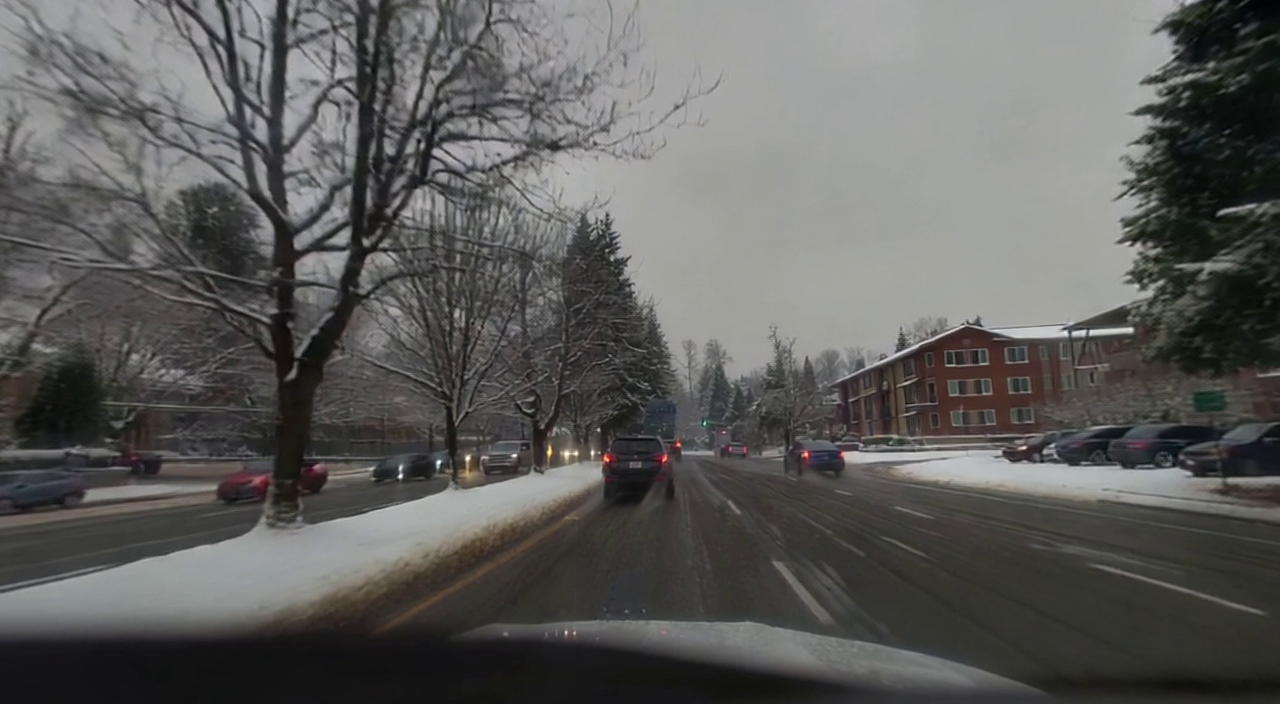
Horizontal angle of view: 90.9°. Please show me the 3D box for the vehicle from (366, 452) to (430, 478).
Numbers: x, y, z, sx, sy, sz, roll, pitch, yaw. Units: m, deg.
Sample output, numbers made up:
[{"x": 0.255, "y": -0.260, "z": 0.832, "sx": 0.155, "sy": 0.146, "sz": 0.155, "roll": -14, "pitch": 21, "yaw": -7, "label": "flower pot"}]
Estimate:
[{"x": -15.618, "y": 7.308, "z": 40.960, "sx": 2.010, "sy": 1.510, "sz": 4.532, "roll": -1, "pitch": -8, "yaw": 5, "label": "vehicle"}]

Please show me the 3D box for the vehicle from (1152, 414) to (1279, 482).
[{"x": 18.491, "y": 2.718, "z": 18.477, "sx": 4.783, "sy": 1.724, "sz": 2.297, "roll": -4, "pitch": -9, "yaw": 0, "label": "vehicle"}]

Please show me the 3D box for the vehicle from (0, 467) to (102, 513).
[{"x": -23.276, "y": 5.152, "z": 23.702, "sx": 1.824, "sy": 1.476, "sz": 4.499, "roll": -1, "pitch": -9, "yaw": 6, "label": "vehicle"}]

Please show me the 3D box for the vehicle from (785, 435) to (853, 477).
[{"x": 7.996, "y": 4.669, "z": 28.555, "sx": 1.971, "sy": 1.722, "sz": 4.341, "roll": 0, "pitch": -8, "yaw": 2, "label": "vehicle"}]

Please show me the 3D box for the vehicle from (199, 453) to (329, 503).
[{"x": -13.249, "y": 4.428, "z": 22.569, "sx": 1.806, "sy": 1.417, "sz": 4.405, "roll": -4, "pitch": -9, "yaw": 3, "label": "vehicle"}]

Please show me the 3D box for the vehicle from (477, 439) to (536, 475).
[{"x": -7.196, "y": 5.691, "z": 34.468, "sx": 2.119, "sy": 1.778, "sz": 4.760, "roll": 0, "pitch": -8, "yaw": 1, "label": "vehicle"}]

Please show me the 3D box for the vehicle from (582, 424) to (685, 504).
[{"x": 0.001, "y": 2.913, "z": 16.772, "sx": 2.332, "sy": 1.798, "sz": 4.546, "roll": -1, "pitch": -8, "yaw": 4, "label": "vehicle"}]
